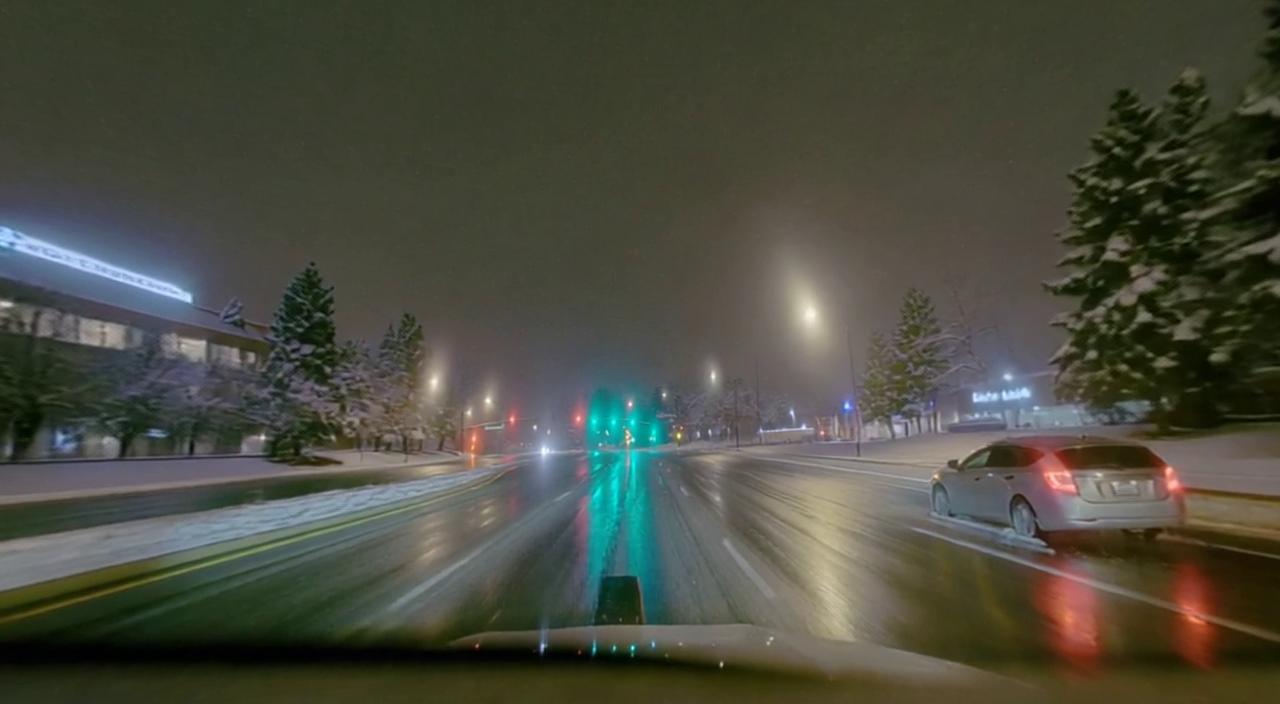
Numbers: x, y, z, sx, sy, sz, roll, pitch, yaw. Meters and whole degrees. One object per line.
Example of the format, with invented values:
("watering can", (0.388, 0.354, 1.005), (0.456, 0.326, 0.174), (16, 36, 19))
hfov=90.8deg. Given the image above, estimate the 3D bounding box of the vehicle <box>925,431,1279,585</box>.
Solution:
("vehicle", (5.944, 1.870, 8.513), (2.070, 1.491, 4.575), (0, -9, 0))
